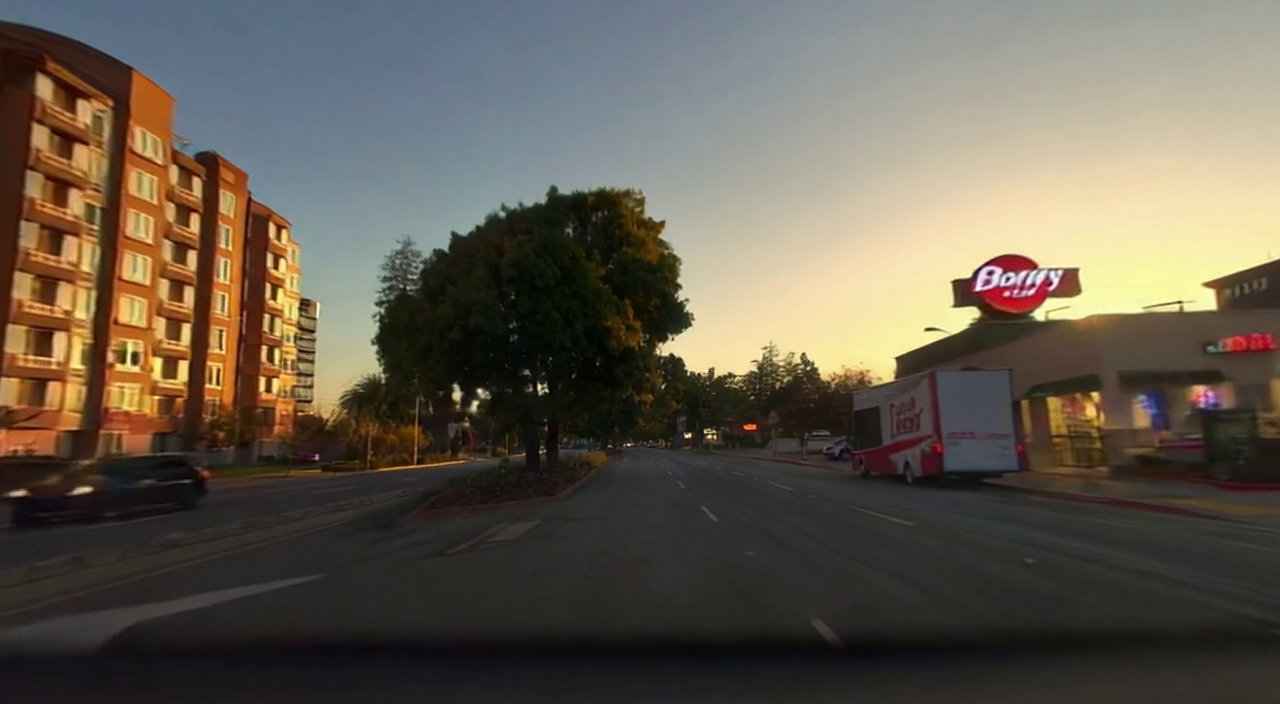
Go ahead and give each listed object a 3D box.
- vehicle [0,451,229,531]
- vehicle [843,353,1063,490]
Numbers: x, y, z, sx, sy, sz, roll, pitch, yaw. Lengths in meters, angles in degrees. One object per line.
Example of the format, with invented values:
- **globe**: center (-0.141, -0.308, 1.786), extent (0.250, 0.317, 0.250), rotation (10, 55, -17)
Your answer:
- **vehicle**: center (-11.754, 2.982, 14.254), extent (1.901, 1.465, 4.604), rotation (0, -8, -1)
- **vehicle**: center (10.099, 2.601, 22.074), extent (3.174, 3.794, 9.019), rotation (-1, -9, 1)
